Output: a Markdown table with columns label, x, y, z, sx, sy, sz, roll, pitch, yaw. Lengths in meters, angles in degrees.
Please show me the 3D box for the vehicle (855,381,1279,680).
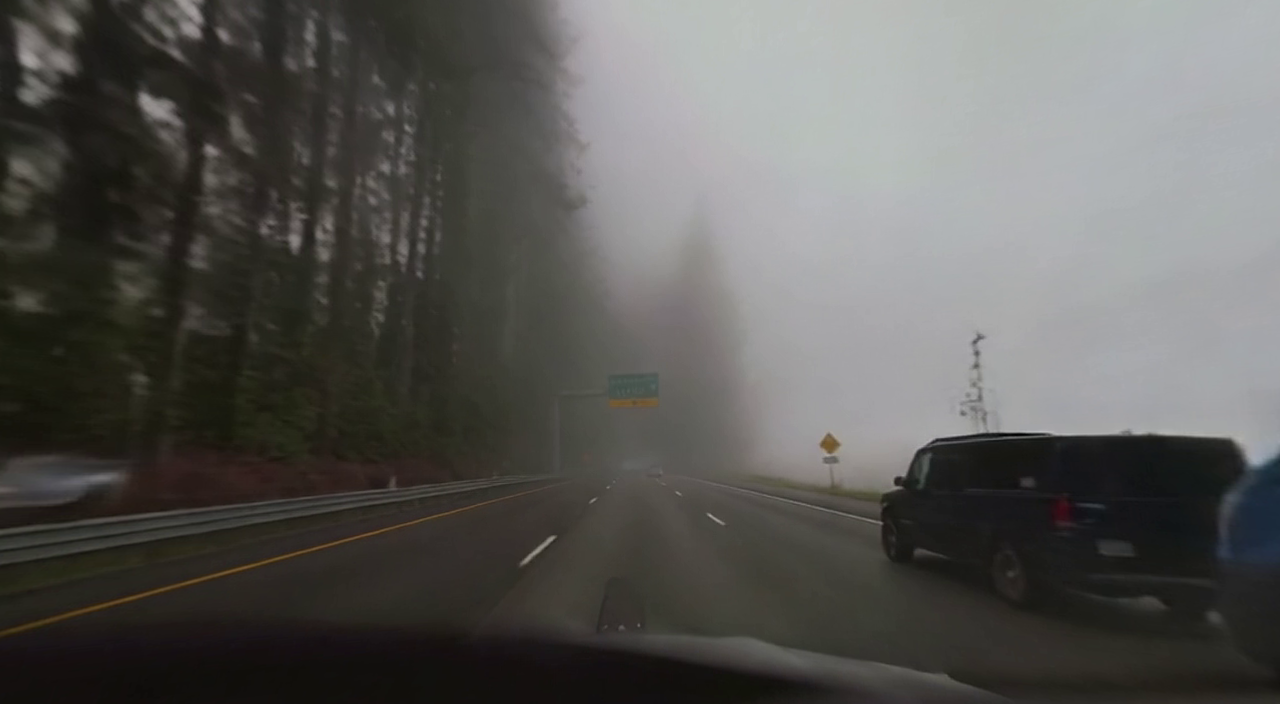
| label | x | y | z | sx | sy | sz | roll | pitch | yaw |
| --- | --- | --- | --- | --- | --- | --- | --- | --- | --- |
| vehicle | 4.405 | 1.624 | 6.727 | 2.254 | 1.832 | 5.514 | 1 | -11 | 0 |
